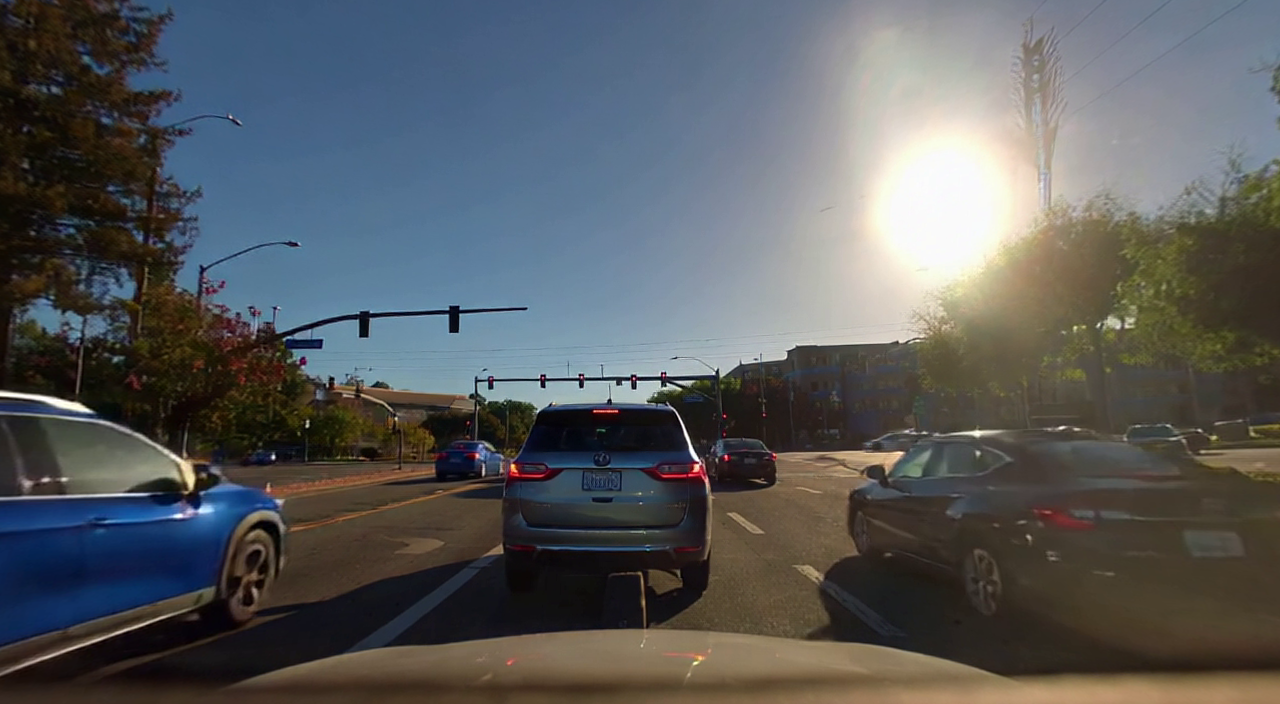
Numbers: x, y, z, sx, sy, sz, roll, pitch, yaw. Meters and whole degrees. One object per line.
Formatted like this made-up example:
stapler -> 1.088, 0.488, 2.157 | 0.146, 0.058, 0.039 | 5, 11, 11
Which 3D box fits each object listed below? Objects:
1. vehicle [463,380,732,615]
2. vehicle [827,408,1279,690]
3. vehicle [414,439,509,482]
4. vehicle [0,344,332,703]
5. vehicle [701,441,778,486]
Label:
vehicle -> -0.327, 1.439, 7.102 | 2.064, 1.817, 4.298 | 0, -8, 0
vehicle -> 3.363, 1.369, 5.546 | 2.121, 1.494, 4.208 | 0, -8, 0
vehicle -> -6.740, 4.150, 24.423 | 2.060, 1.473, 4.950 | 0, -8, 2
vehicle -> -3.677, 0.863, 2.928 | 2.160, 1.666, 4.583 | 0, -8, 0
vehicle -> 3.404, 3.893, 22.392 | 2.104, 1.441, 4.240 | 0, -8, 1
